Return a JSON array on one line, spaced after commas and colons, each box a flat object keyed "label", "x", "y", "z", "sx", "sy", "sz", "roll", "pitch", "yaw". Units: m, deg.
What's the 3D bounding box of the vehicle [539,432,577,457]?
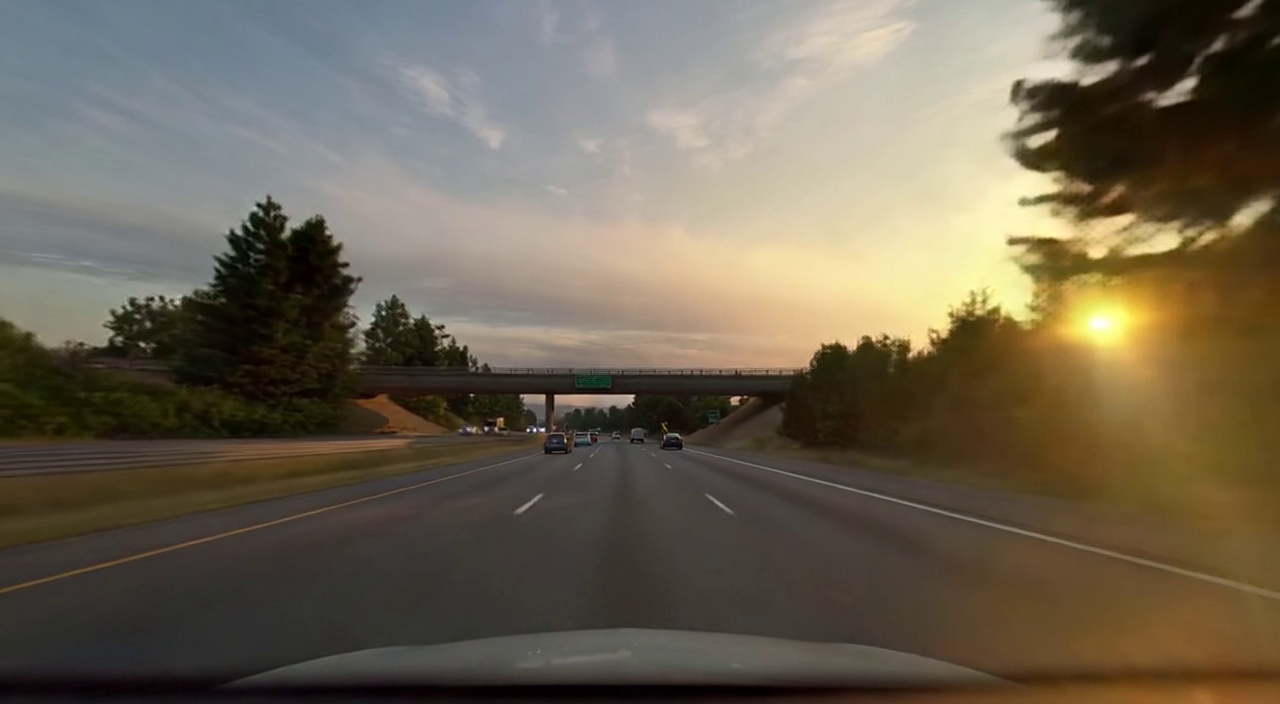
[{"label": "vehicle", "x": -4.941, "y": 5.629, "z": 38.380, "sx": 1.966, "sy": 1.460, "sz": 3.519, "roll": 0, "pitch": -8, "yaw": -2}]
